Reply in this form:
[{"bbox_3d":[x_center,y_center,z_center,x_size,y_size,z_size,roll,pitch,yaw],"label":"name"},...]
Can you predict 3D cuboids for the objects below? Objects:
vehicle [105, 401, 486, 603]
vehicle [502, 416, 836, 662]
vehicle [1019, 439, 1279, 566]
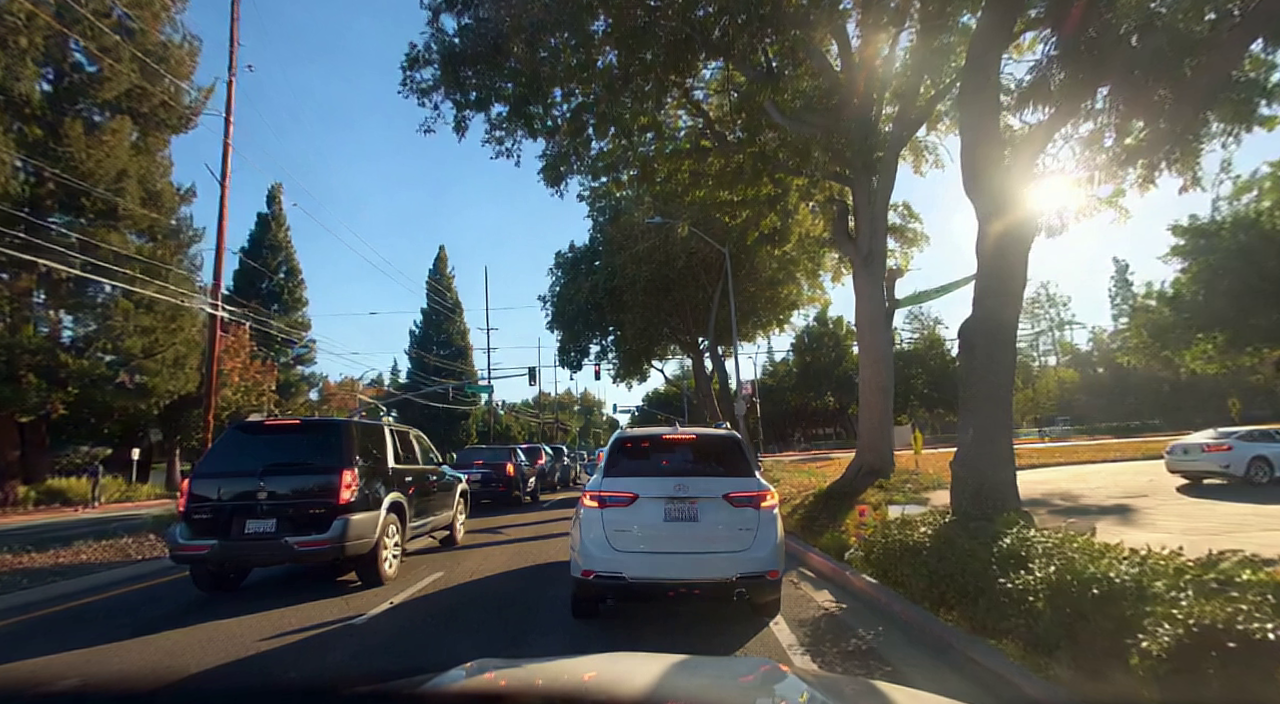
[{"bbox_3d":[-3.481,1.606,7.633,2.105,1.706,4.337,0,-9,0],"label":"vehicle"},{"bbox_3d":[0.110,1.446,5.962,2.056,1.487,4.003,0,-9,-2],"label":"vehicle"},{"bbox_3d":[8.385,2.153,9.921,1.993,1.508,4.521,0,-9,-1],"label":"vehicle"}]
